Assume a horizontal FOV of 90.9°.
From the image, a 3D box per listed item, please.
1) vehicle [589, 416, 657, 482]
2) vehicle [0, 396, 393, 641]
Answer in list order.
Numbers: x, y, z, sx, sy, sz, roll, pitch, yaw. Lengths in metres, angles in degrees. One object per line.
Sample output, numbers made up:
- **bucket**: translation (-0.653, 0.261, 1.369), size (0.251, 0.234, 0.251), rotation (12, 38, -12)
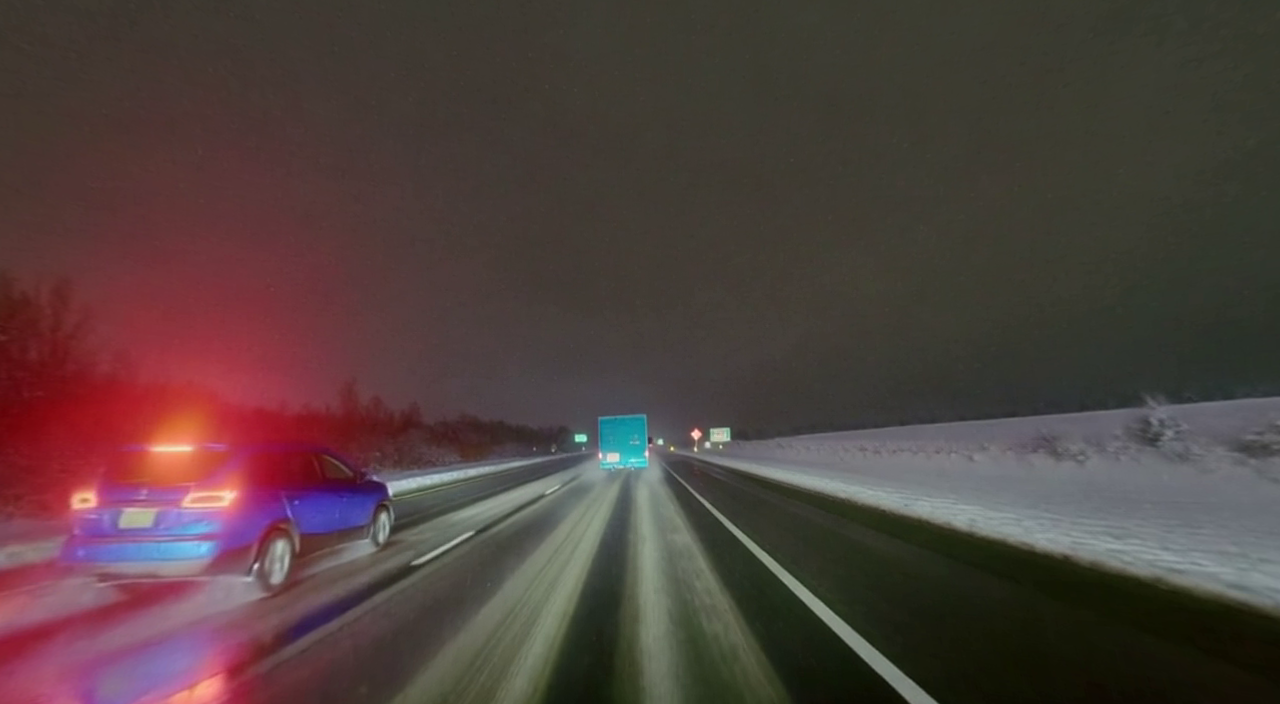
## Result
- **vehicle**: translation (-0.557, 3.569, 23.393), size (2.248, 2.154, 4.892), rotation (0, -8, 0)
- **vehicle**: translation (-4.552, 1.456, 6.556), size (2.198, 1.666, 4.311), rotation (0, -8, 0)
